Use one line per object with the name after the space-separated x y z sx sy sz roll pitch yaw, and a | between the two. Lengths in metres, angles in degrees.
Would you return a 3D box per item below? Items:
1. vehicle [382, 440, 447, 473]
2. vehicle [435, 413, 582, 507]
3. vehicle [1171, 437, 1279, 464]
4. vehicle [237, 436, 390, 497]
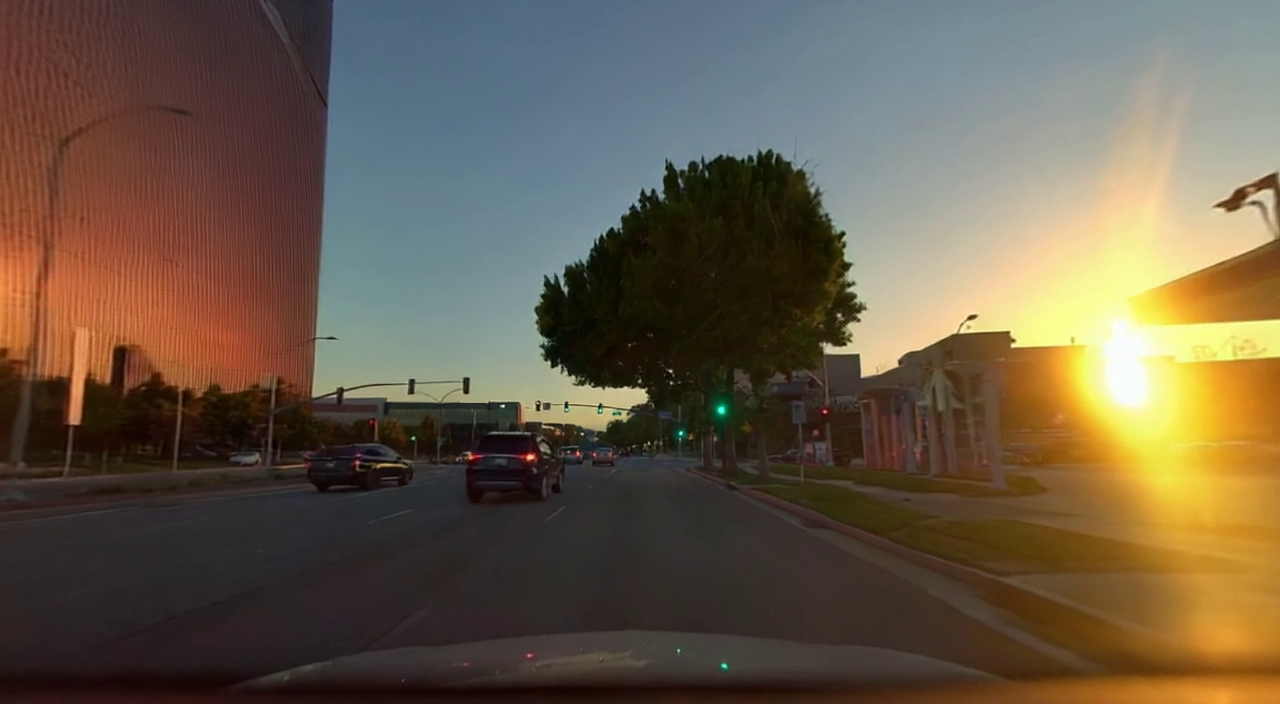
-11.933 5.555 33.663 1.875 1.624 4.151 0 -8 1 | vehicle
-3.275 2.916 17.522 2.602 2.091 6.347 0 -8 1 | vehicle
43.528 7.304 46.883 5.651 1.907 2.097 -3 -9 17 | vehicle
-9.365 3.300 18.638 1.965 1.541 4.718 0 -8 1 | vehicle
